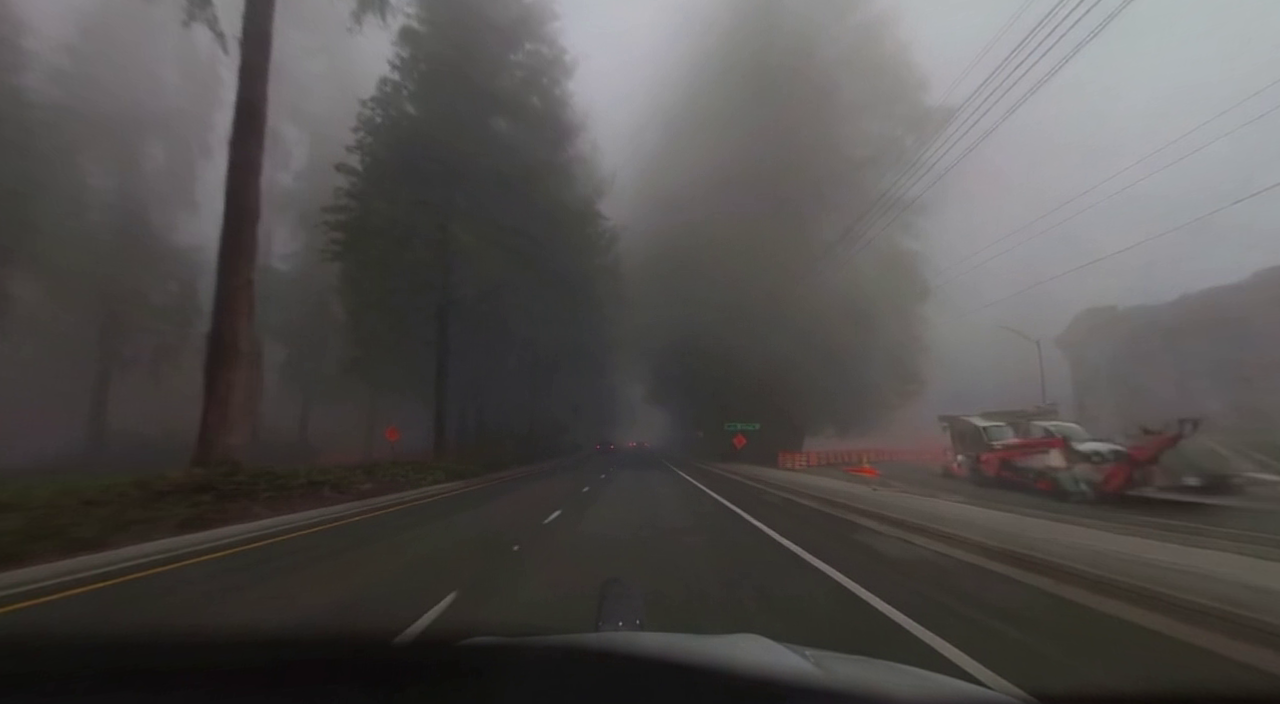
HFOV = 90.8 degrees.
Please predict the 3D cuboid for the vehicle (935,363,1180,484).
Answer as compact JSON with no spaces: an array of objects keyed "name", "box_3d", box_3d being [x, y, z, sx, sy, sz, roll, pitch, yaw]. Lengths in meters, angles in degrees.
[{"name":"vehicle","box_3d":[14.749,2.816,23.746,2.889,3.610,9.347,-1,-8,1]}]
